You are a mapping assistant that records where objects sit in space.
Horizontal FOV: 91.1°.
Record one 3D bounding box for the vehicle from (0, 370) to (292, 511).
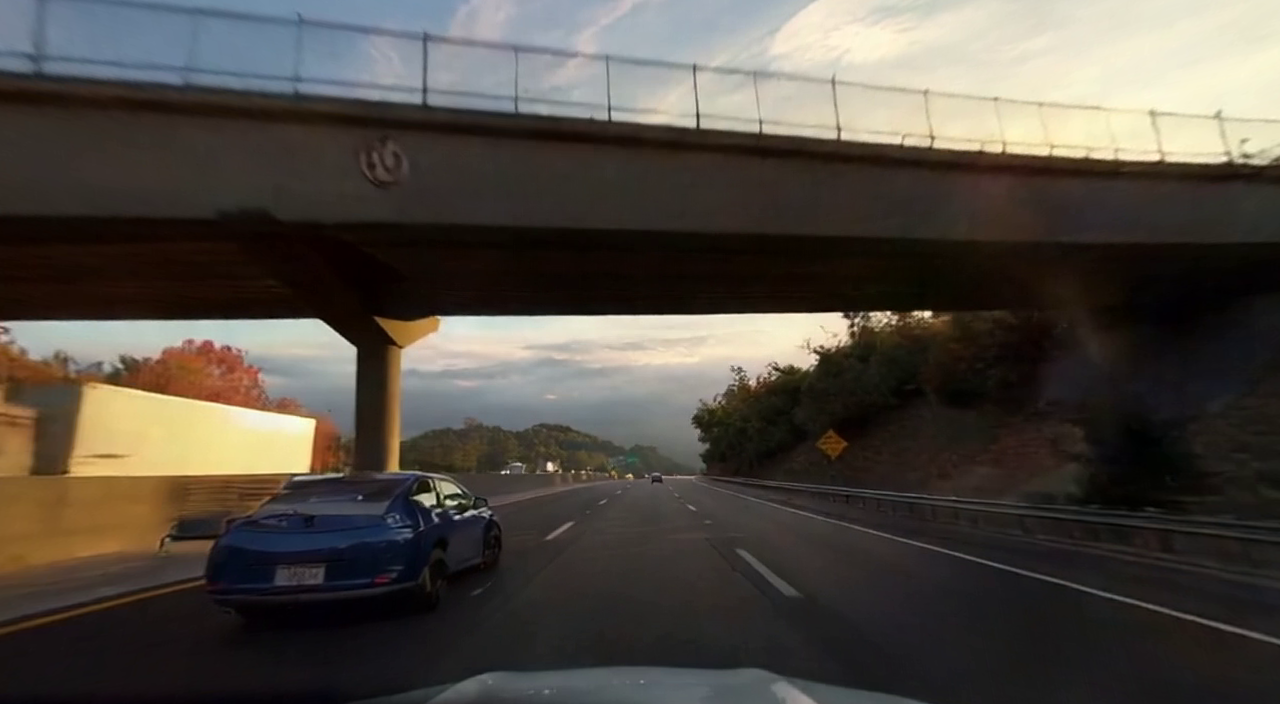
[{"bbox_3d":[-19.404,3.801,25.124,2.892,4.079,13.485,0,-11,1],"label":"vehicle"}]
